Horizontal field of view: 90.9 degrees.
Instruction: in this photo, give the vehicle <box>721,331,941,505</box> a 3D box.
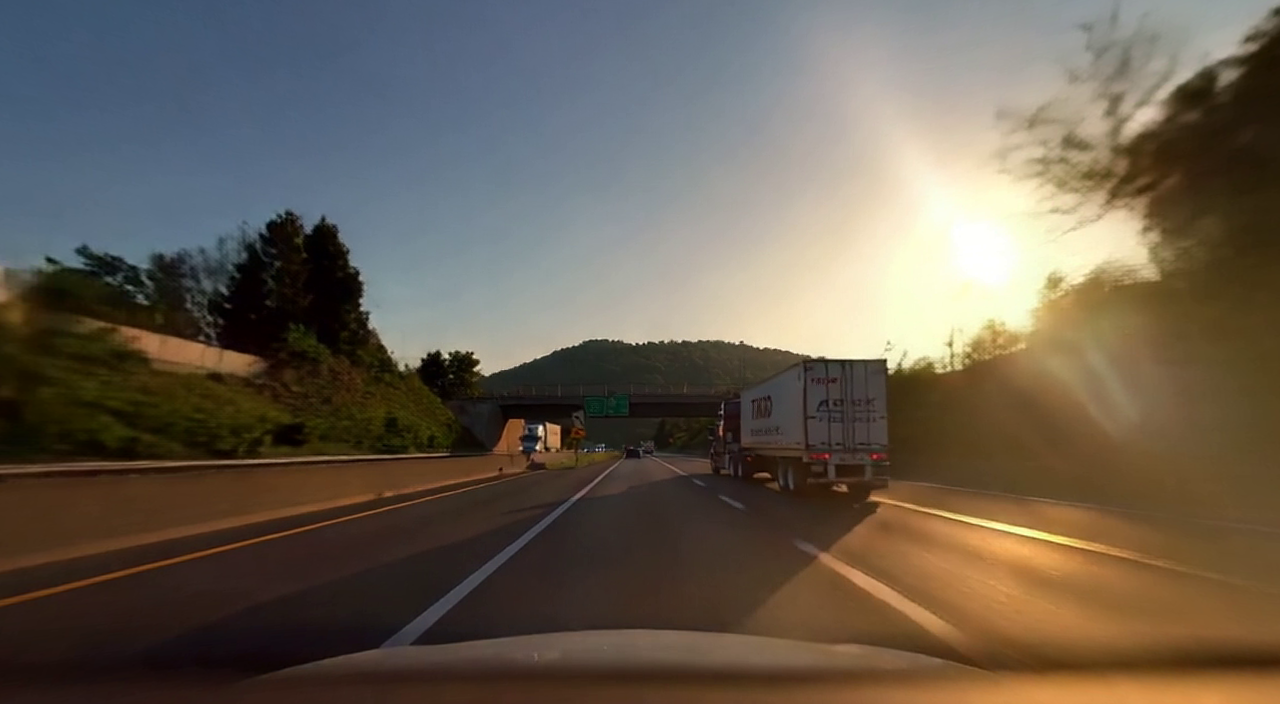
[{"bbox_3d":[5.310,2.623,21.807,2.983,4.030,14.444,0,-9,-1],"label":"vehicle"}]
